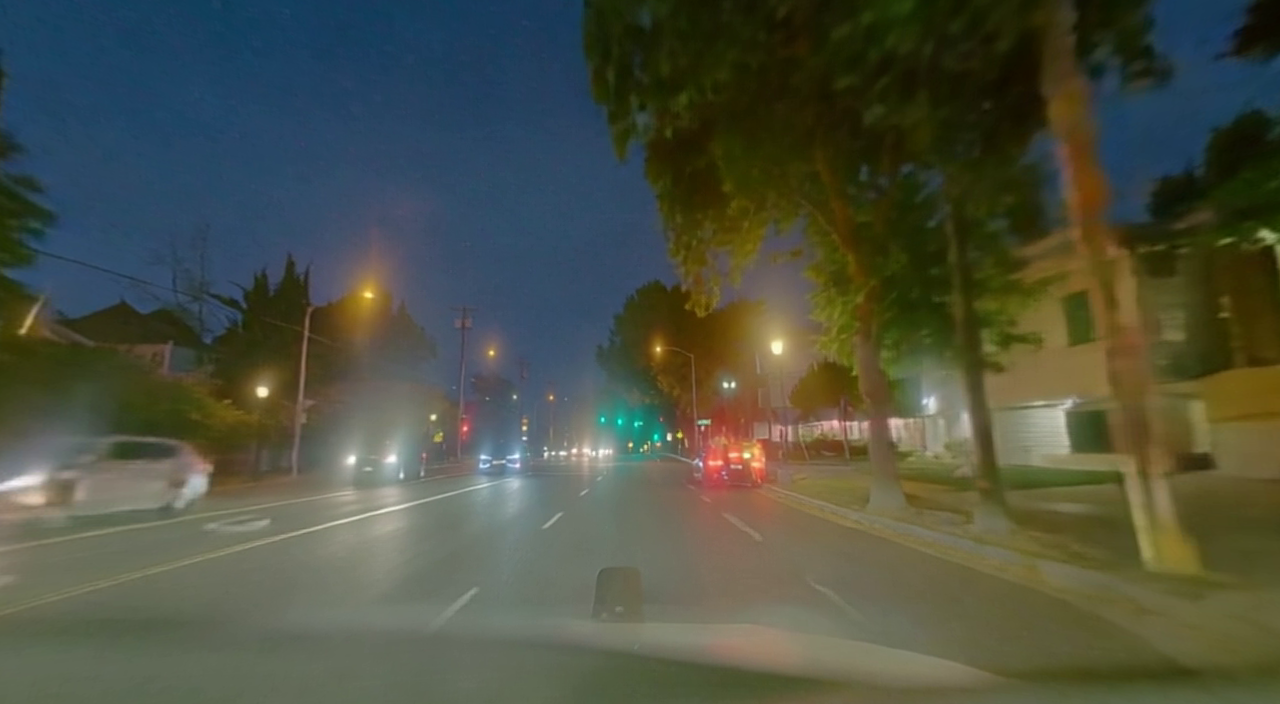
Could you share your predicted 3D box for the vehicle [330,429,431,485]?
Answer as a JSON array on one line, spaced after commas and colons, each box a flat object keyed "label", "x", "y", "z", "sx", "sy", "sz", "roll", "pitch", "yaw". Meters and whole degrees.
[{"label": "vehicle", "x": -10.356, "y": 4.228, "z": 25.698, "sx": 2.088, "sy": 2.031, "sz": 4.616, "roll": 0, "pitch": -8, "yaw": 1}]

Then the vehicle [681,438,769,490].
[{"label": "vehicle", "x": 2.646, "y": 3.620, "z": 20.799, "sx": 2.034, "sy": 1.491, "sz": 4.618, "roll": 0, "pitch": -8, "yaw": -3}]

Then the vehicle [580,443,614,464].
[{"label": "vehicle", "x": -3.044, "y": 7.331, "z": 45.829, "sx": 2.122, "sy": 1.469, "sz": 4.388, "roll": 0, "pitch": -8, "yaw": 1}]

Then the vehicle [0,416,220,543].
[{"label": "vehicle", "x": -10.266, "y": 2.153, "z": 11.245, "sx": 2.116, "sy": 1.817, "sz": 4.964, "roll": 0, "pitch": -8, "yaw": 0}]

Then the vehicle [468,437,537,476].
[{"label": "vehicle", "x": -6.800, "y": 5.233, "z": 31.913, "sx": 2.371, "sy": 1.800, "sz": 4.987, "roll": 0, "pitch": -8, "yaw": 0}]
